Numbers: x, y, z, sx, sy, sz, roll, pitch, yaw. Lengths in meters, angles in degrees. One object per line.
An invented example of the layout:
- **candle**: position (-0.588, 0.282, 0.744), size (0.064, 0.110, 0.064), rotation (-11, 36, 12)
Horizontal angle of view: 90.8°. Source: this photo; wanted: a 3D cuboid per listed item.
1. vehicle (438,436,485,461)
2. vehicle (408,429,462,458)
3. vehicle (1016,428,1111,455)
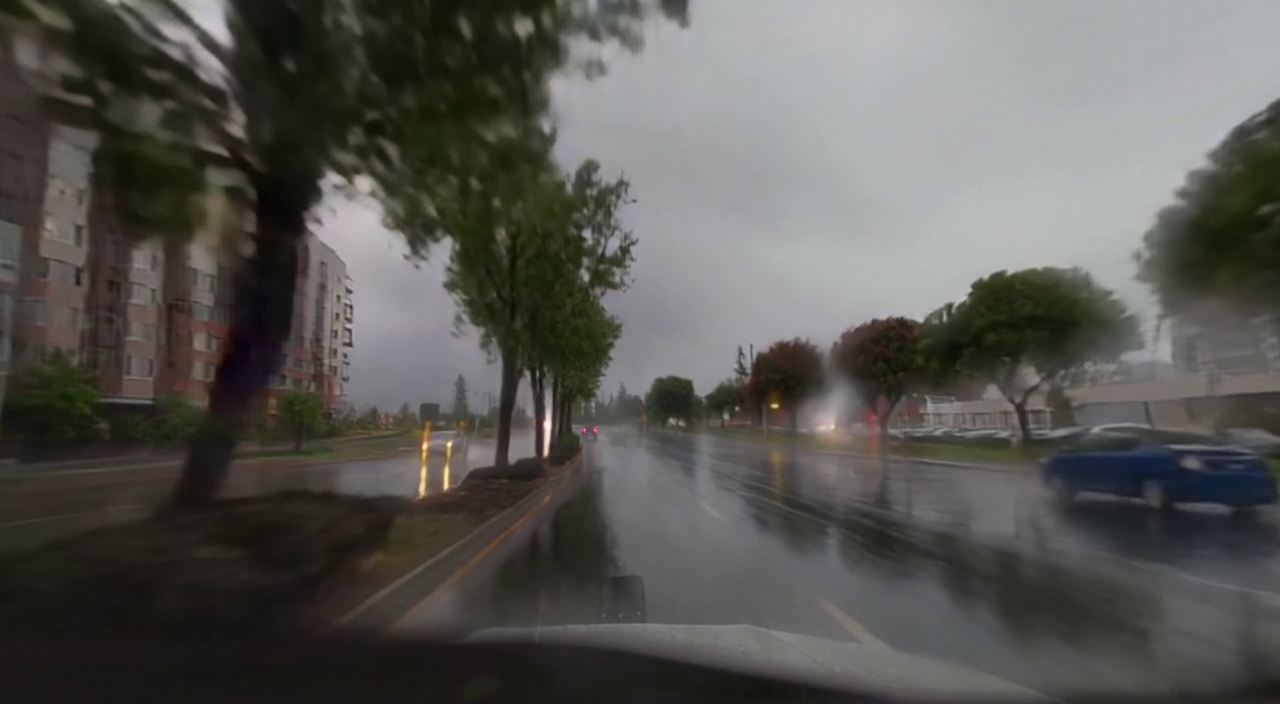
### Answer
- **vehicle**: position (-11.400, 6.172, 40.581), size (1.963, 1.518, 4.278), rotation (0, -8, -2)
- **vehicle**: position (-15.278, 6.894, 47.506), size (2.289, 1.954, 5.918), rotation (0, -8, -2)
- **vehicle**: position (26.180, 5.563, 39.178), size (4.442, 1.557, 1.924), rotation (0, -8, 0)
